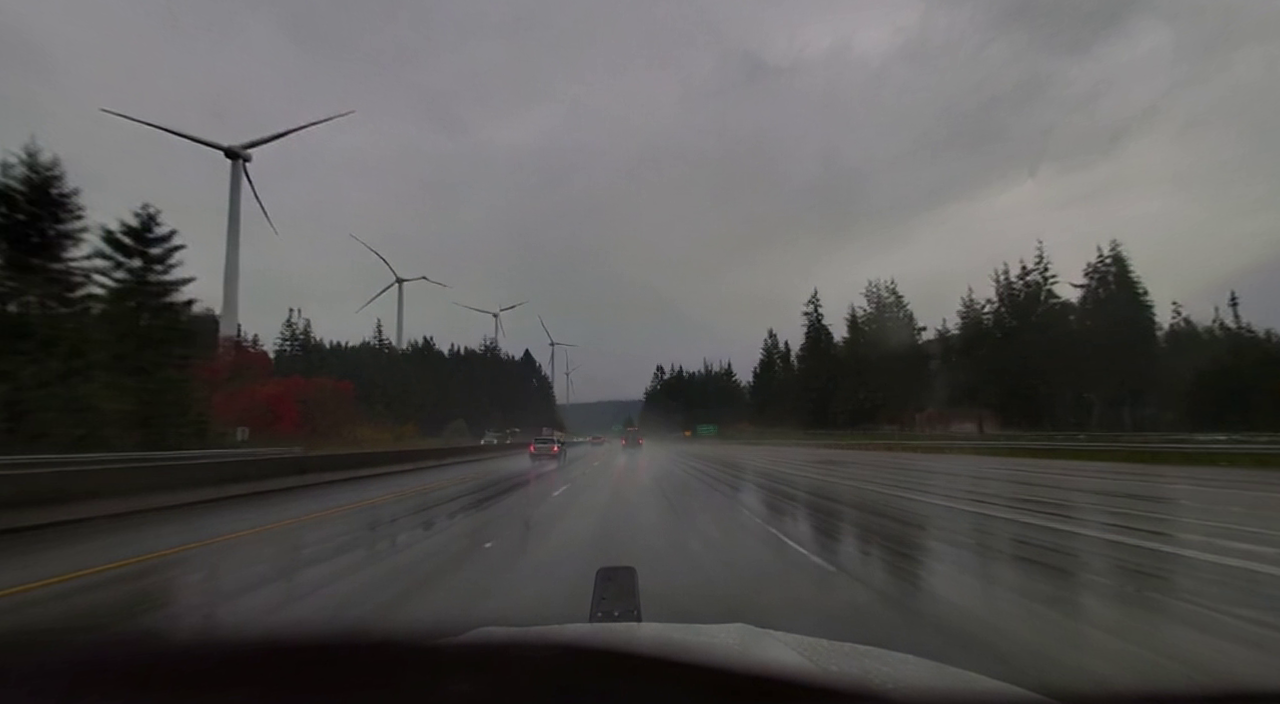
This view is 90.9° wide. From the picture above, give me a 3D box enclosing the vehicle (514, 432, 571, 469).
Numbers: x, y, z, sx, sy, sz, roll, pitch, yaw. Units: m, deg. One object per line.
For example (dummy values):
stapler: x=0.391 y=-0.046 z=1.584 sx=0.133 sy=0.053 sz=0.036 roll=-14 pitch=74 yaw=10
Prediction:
vehicle: x=-4.266 y=4.376 z=28.141 sx=1.950 sy=1.511 sz=3.965 roll=0 pitch=-8 yaw=0
